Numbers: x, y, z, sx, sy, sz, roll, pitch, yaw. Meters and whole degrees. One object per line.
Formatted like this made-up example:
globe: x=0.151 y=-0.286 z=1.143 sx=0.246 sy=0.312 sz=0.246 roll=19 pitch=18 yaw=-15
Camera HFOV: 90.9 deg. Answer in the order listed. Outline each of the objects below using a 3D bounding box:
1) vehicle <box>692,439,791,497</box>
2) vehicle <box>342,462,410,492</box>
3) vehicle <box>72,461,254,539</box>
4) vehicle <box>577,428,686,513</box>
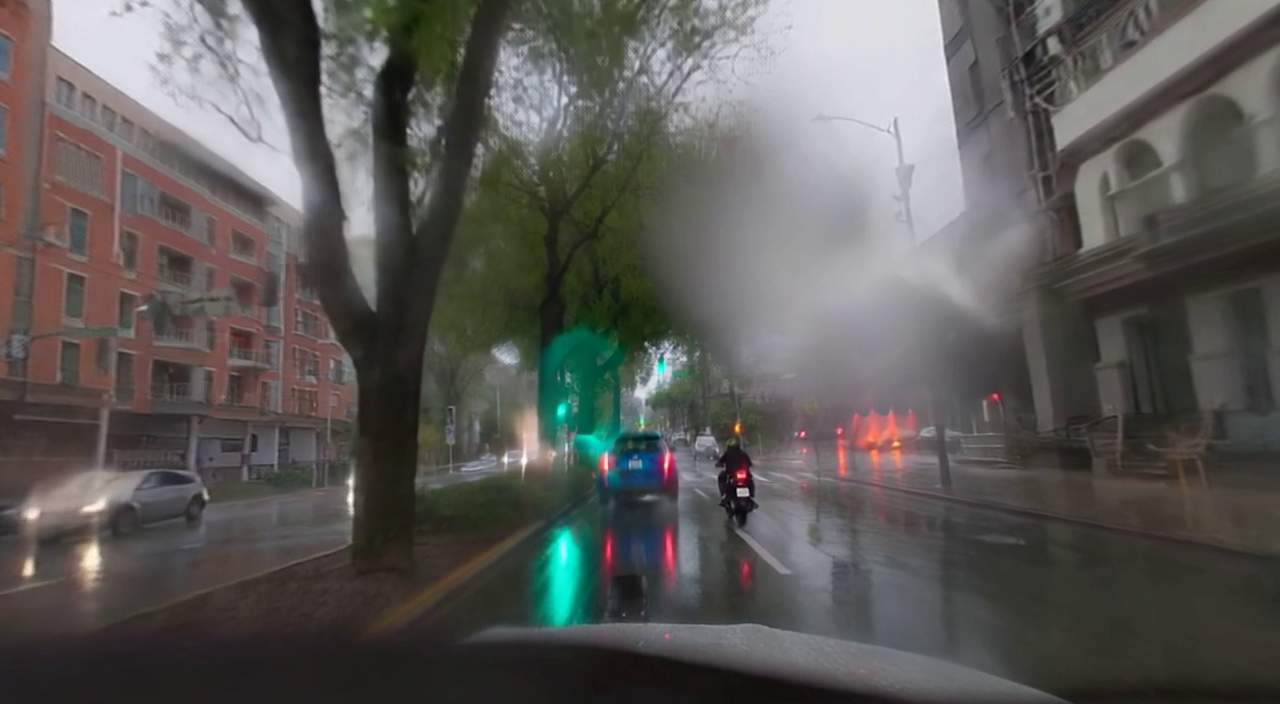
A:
vehicle: x=2.873 y=3.387 z=18.847 sx=2.101 sy=1.507 sz=4.355 roll=0 pitch=-9 yaw=-2
vehicle: x=-14.896 y=7.052 z=35.881 sx=1.963 sy=1.492 sz=4.885 roll=0 pitch=-9 yaw=-3
vehicle: x=-13.141 y=4.029 z=17.810 sx=1.871 sy=1.786 sz=4.386 roll=0 pitch=-9 yaw=-4
vehicle: x=-0.164 y=2.781 z=15.252 sx=2.265 sy=1.748 sz=4.130 roll=0 pitch=-9 yaw=1
